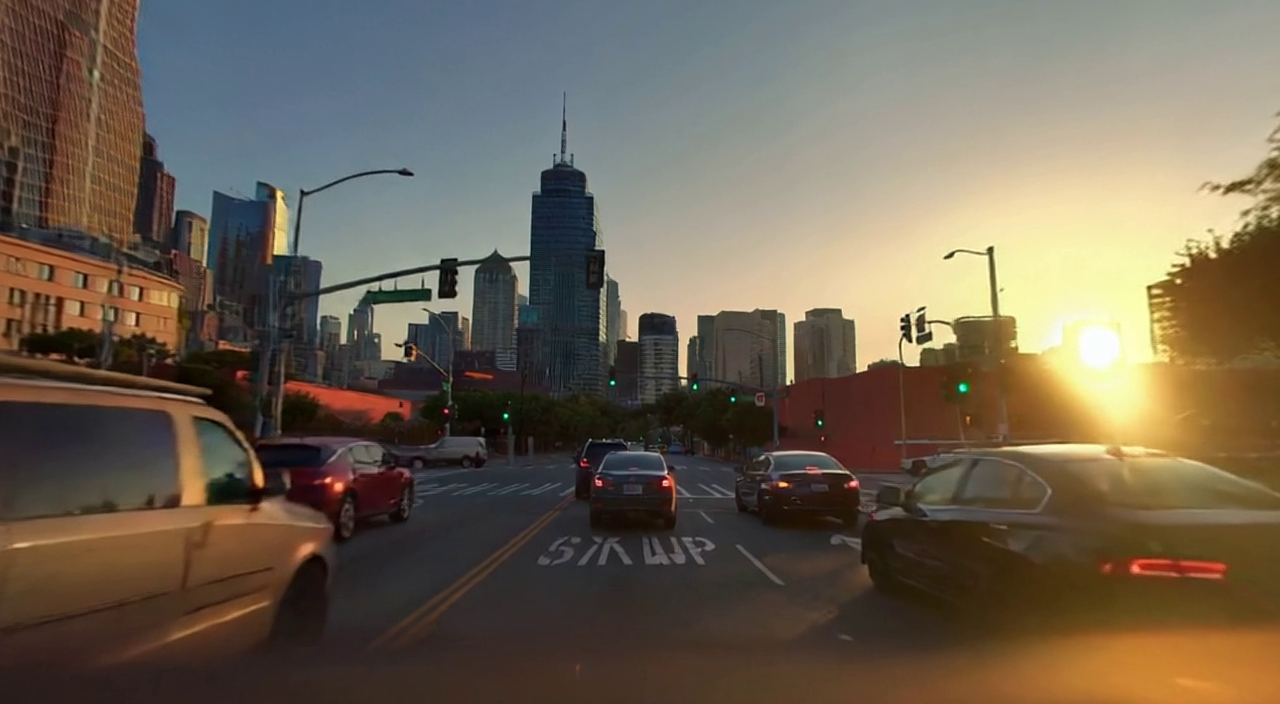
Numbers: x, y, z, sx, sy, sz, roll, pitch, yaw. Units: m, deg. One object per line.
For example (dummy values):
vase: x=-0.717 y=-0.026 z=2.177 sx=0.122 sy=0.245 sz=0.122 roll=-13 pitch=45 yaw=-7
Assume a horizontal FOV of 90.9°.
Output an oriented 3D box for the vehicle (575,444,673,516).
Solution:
vehicle: x=-0.417 y=2.935 z=15.029 sx=2.031 sy=1.461 sz=3.763 roll=0 pitch=-8 yaw=-3

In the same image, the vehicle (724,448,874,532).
vehicle: x=3.140 y=2.807 z=13.545 sx=1.942 sy=1.443 sz=4.468 roll=0 pitch=-8 yaw=-2

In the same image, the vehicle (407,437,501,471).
vehicle: x=-9.902 y=5.419 z=33.557 sx=4.556 sy=1.689 sz=1.982 roll=-4 pitch=-9 yaw=25

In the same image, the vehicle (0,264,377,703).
vehicle: x=-2.935 y=0.868 z=2.959 sx=1.683 sy=2.039 sz=3.703 roll=0 pitch=-8 yaw=1

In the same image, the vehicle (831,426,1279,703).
vehicle: x=3.298 y=1.453 z=5.197 sx=1.973 sy=1.537 sz=4.533 roll=0 pitch=-8 yaw=-1
